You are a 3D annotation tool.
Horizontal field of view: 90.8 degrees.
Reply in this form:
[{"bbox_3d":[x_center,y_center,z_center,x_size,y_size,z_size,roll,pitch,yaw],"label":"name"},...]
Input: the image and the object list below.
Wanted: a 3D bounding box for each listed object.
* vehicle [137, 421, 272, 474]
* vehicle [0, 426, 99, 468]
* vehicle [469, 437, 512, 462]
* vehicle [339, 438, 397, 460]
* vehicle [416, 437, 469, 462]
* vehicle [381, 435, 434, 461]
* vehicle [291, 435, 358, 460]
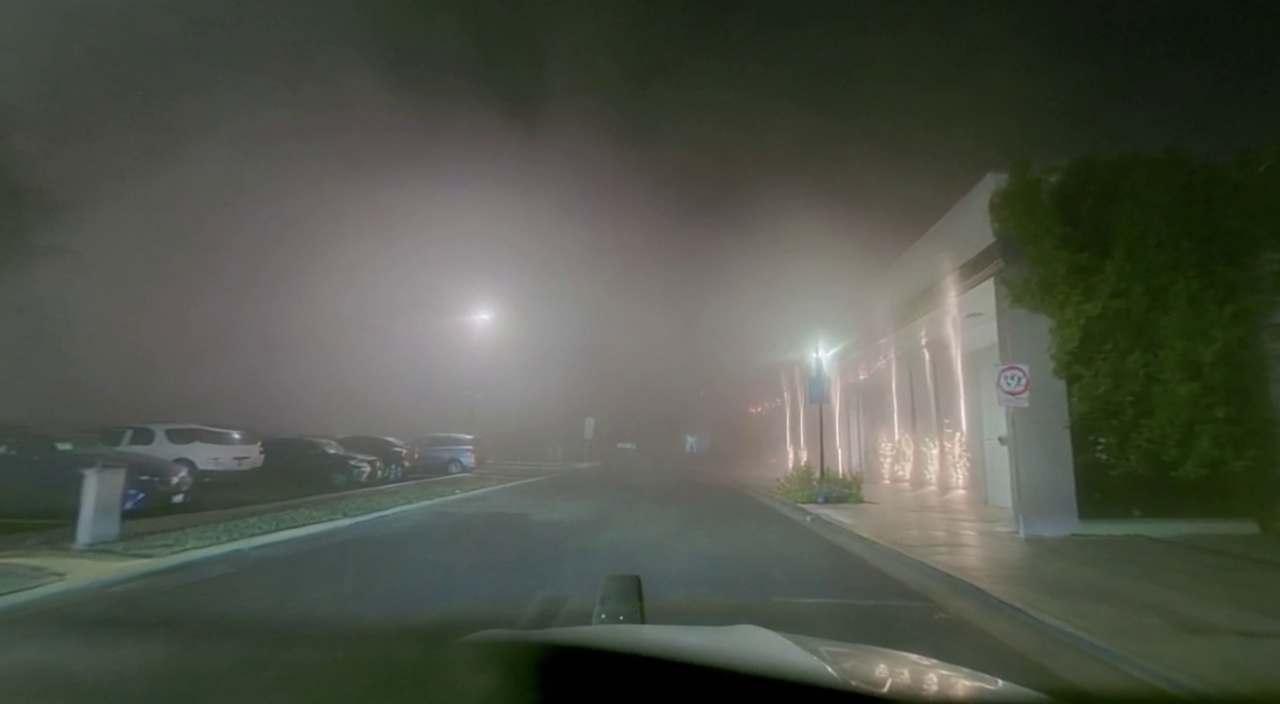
[{"bbox_3d":[-17.380,3.858,25.563,1.972,1.923,4.535,0,-8,4],"label":"vehicle"},{"bbox_3d":[-25.246,3.887,25.934,1.876,1.591,4.470,0,-8,4],"label":"vehicle"},{"bbox_3d":[-10.383,6.804,44.224,1.892,1.597,4.259,0,-8,1],"label":"vehicle"},{"bbox_3d":[-18.846,6.744,43.949,1.909,1.474,3.908,-1,-8,6],"label":"vehicle"},{"bbox_3d":[-13.545,6.698,43.608,1.928,1.613,4.197,-1,-8,6],"label":"vehicle"},{"bbox_3d":[-16.062,6.669,43.809,1.902,1.645,3.903,0,-9,5],"label":"vehicle"},{"bbox_3d":[-21.851,6.634,43.954,1.773,1.498,4.085,2,-8,16],"label":"vehicle"}]
